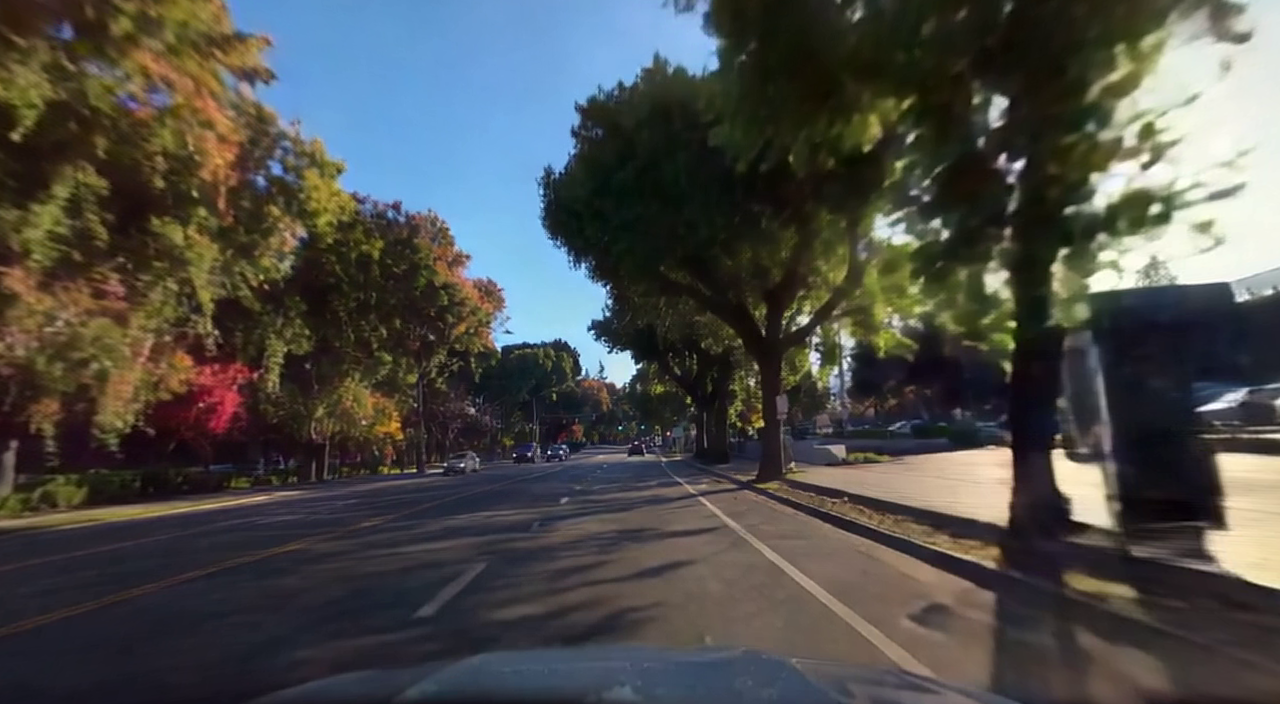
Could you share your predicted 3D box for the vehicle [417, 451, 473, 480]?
[{"bbox_3d":[-11.177,6.528,36.524,1.948,1.481,4.380,0,-8,-2],"label":"vehicle"}]
